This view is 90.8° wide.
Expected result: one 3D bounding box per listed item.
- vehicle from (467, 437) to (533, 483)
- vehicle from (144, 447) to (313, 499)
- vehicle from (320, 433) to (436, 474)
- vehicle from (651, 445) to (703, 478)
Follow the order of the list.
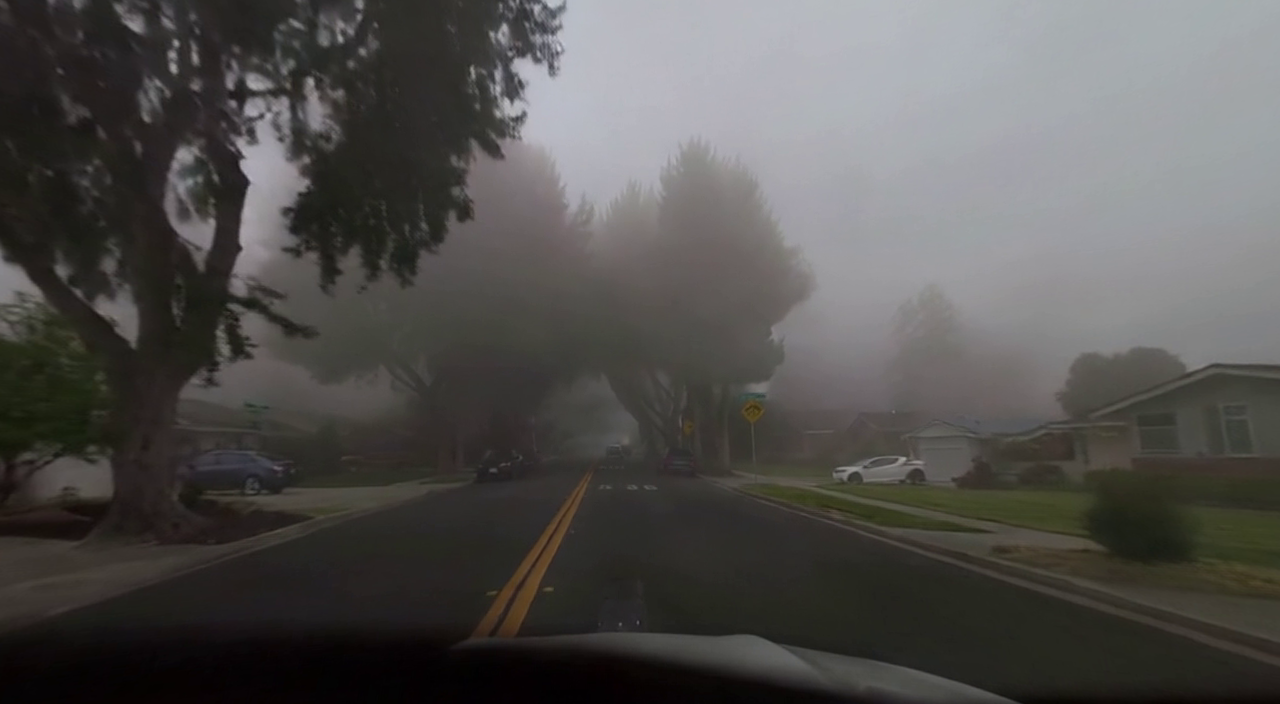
[{"bbox_3d":[-6.592,5.151,30.289,2.155,1.907,5.100,-2,-9,-2],"label":"vehicle"},{"bbox_3d":[-12.868,3.776,19.984,3.989,1.485,1.814,0,-8,-4],"label":"vehicle"},{"bbox_3d":[-14.074,5.468,34.193,5.234,2.076,2.197,0,-8,-1],"label":"vehicle"},{"bbox_3d":[1.787,5.465,31.873,2.047,1.532,4.350,0,-8,-4],"label":"vehicle"}]
